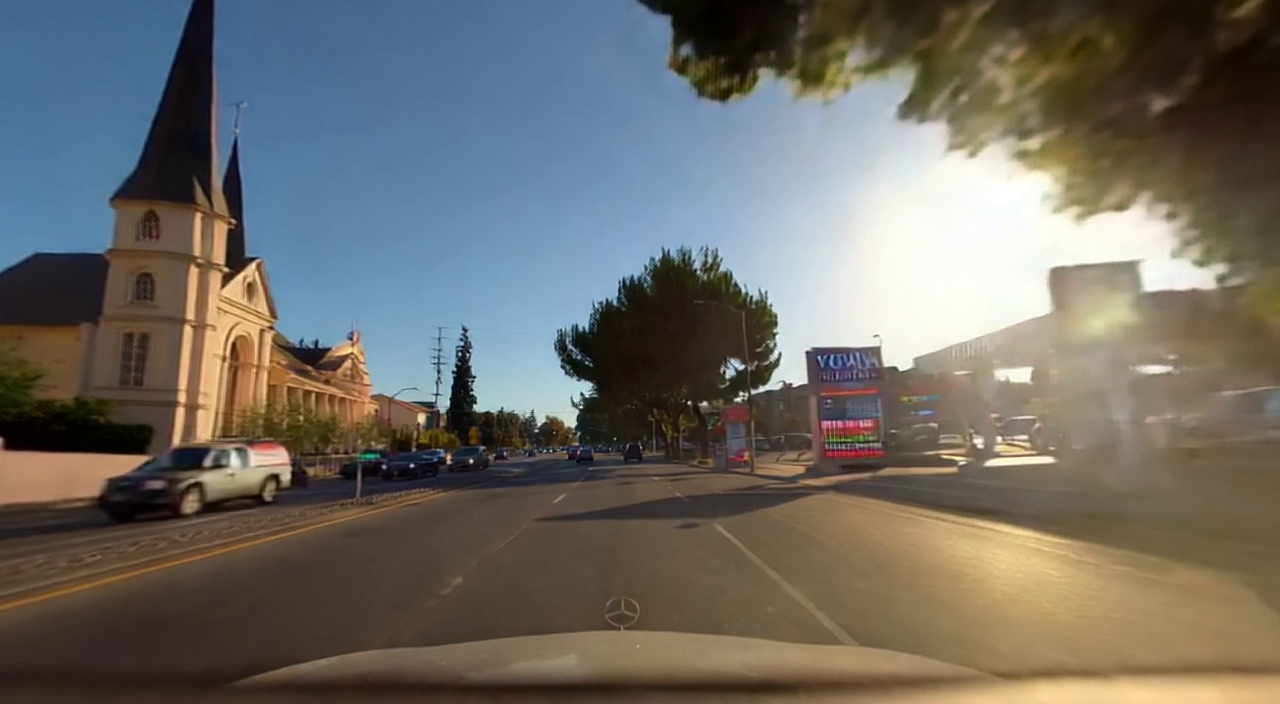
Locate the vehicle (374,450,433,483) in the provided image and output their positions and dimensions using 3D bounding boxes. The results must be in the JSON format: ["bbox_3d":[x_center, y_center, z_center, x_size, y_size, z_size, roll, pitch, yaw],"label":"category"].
[{"bbox_3d":[-11.756,5.674,31.624,1.771,1.508,3.453,0,-9,-3],"label":"vehicle"}]

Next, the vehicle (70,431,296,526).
[{"bbox_3d":[-11.246,3.111,16.195,2.206,1.922,4.968,-3,-8,-2],"label":"vehicle"}]

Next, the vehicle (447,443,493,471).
[{"bbox_3d":[-12.581,7.777,47.095,2.229,1.957,5.057,0,-9,-3],"label":"vehicle"}]
